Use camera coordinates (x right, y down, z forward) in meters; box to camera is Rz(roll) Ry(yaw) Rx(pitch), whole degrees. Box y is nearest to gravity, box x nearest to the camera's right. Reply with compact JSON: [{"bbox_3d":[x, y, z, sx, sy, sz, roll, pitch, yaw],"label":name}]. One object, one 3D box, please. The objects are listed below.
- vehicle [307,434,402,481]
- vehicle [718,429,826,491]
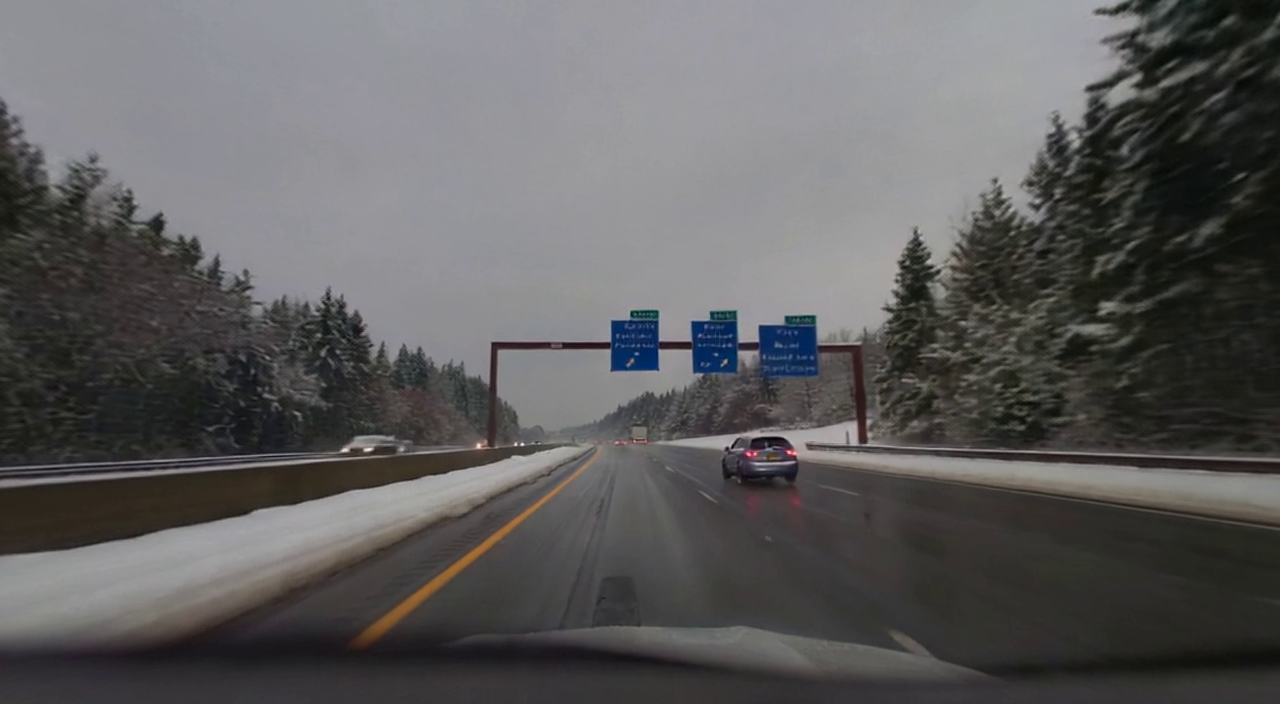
[{"bbox_3d":[-13.223,4.867,29.575,2.282,2.023,4.788,0,-8,-2],"label":"vehicle"},{"bbox_3d":[3.544,2.973,17.771,1.958,1.526,4.227,0,-8,-2],"label":"vehicle"}]
